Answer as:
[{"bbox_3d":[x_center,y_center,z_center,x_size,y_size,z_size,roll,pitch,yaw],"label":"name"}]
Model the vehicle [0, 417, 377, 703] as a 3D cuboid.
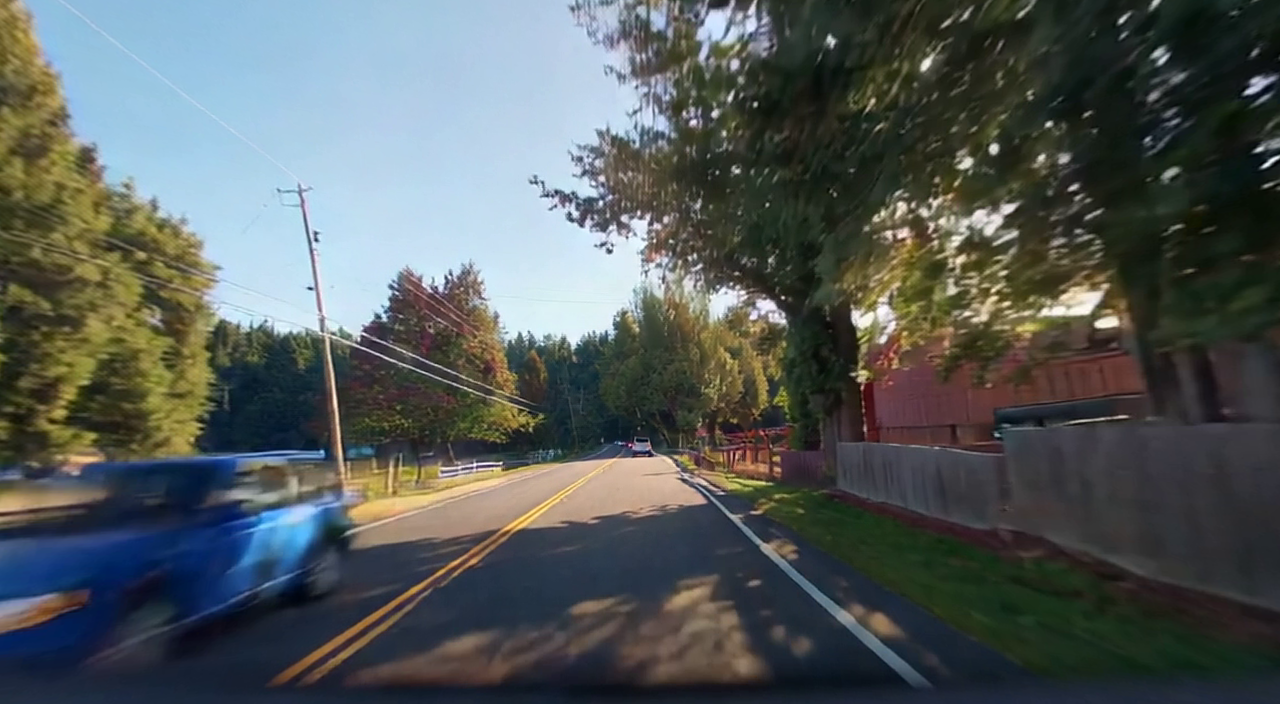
[{"bbox_3d":[-3.992,1.381,4.887,2.093,1.563,4.142,0,-8,0],"label":"vehicle"}]
